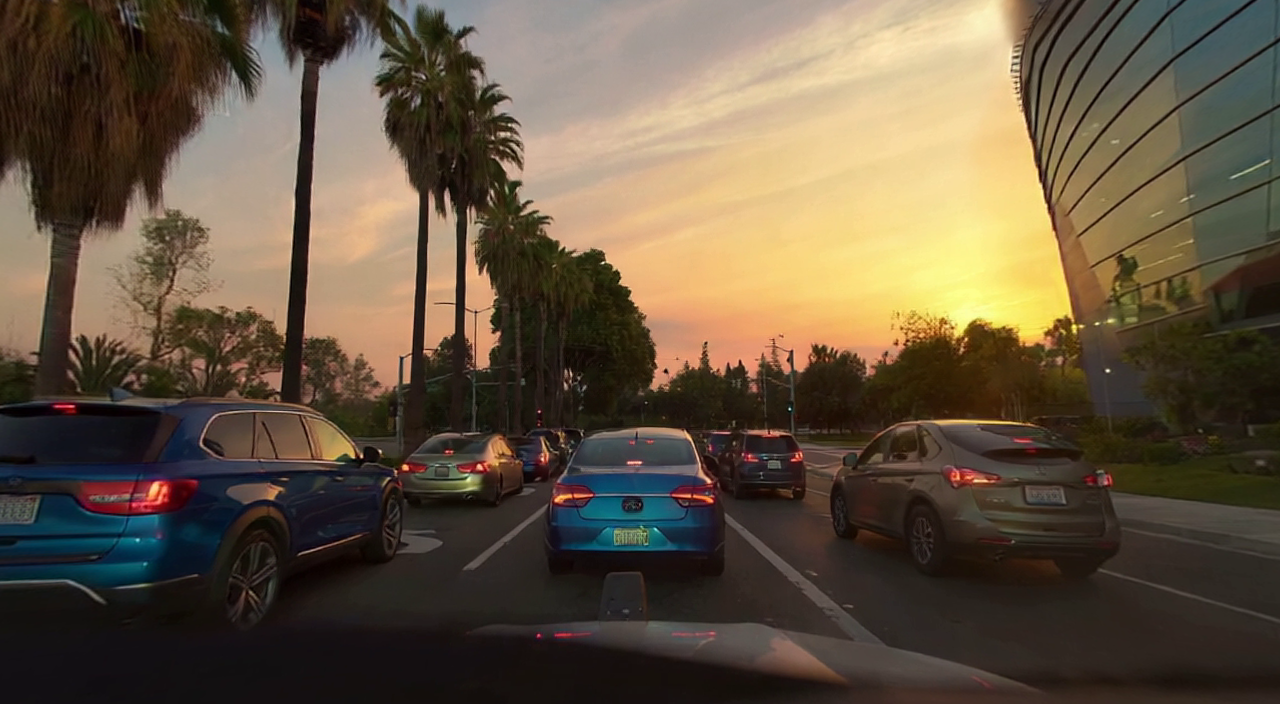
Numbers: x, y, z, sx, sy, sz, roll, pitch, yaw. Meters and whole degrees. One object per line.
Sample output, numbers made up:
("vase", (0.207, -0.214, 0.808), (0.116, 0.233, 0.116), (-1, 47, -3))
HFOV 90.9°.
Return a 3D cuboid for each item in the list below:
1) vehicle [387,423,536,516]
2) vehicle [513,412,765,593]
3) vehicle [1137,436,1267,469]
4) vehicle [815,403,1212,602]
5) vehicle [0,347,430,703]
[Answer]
("vehicle", (-3.471, 2.358, 13.074), (1.917, 1.631, 3.768), (0, -8, 1))
("vehicle", (-0.052, 1.657, 7.809), (2.219, 1.586, 4.321), (0, -8, -1))
("vehicle", (25.456, 4.548, 28.662), (4.014, 1.417, 1.777), (-1, -8, 5))
("vehicle", (3.833, 1.622, 7.691), (2.064, 1.696, 4.431), (0, -8, -1))
("vehicle", (-3.536, 1.177, 5.359), (2.014, 1.775, 4.404), (0, -8, -1))
